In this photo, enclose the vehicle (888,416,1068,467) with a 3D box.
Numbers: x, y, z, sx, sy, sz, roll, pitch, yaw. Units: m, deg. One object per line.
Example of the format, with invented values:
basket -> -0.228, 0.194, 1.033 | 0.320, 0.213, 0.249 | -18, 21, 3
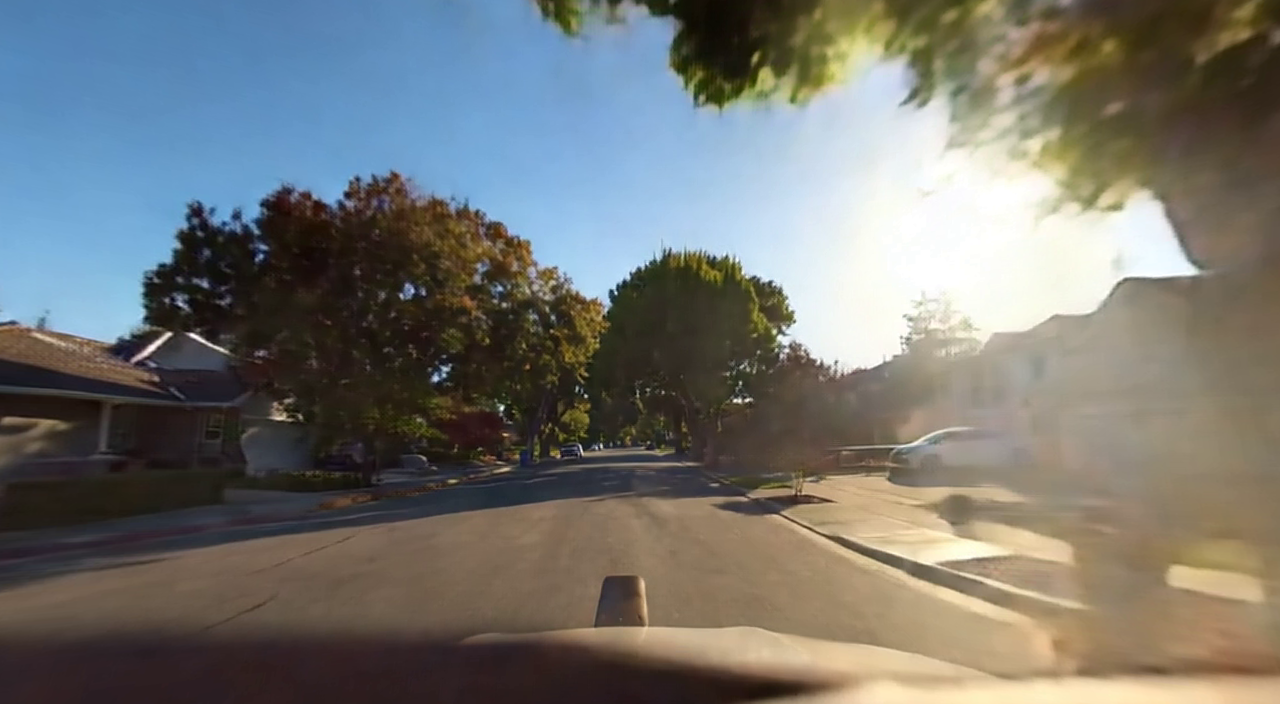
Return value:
vehicle -> 11.240, 3.025, 21.311 | 4.894, 1.616, 1.965 | 0, -8, 2
